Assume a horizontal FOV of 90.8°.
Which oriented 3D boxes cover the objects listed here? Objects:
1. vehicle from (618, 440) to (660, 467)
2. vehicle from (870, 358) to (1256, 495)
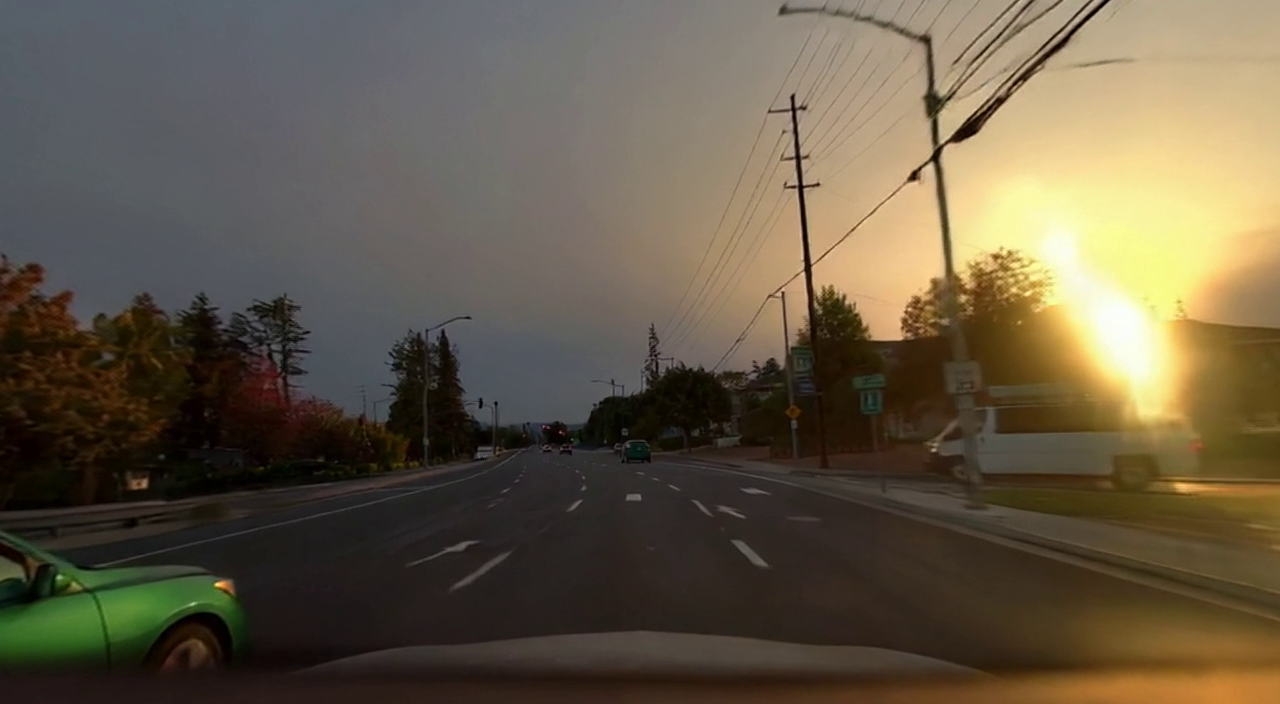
[{"bbox_3d":[-0.143,6.141,38.429,2.015,1.467,4.117,0,-8,-8],"label":"vehicle"},{"bbox_3d":[10.775,2.148,17.209,7.877,3.013,2.916,-6,-10,31],"label":"vehicle"}]
